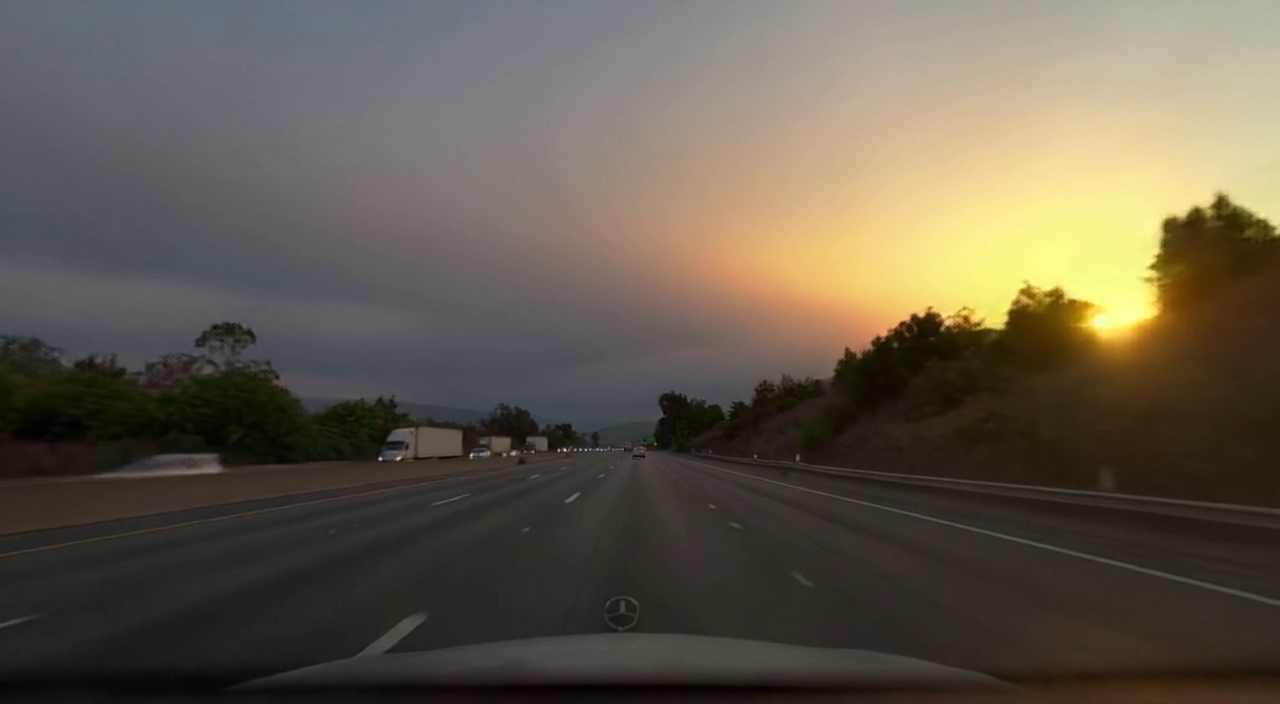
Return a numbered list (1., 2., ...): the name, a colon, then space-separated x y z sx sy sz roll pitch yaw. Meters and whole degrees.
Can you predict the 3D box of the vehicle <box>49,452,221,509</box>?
1. vehicle: -15.223 3.848 19.247 1.828 1.487 4.135 0 -9 -1
